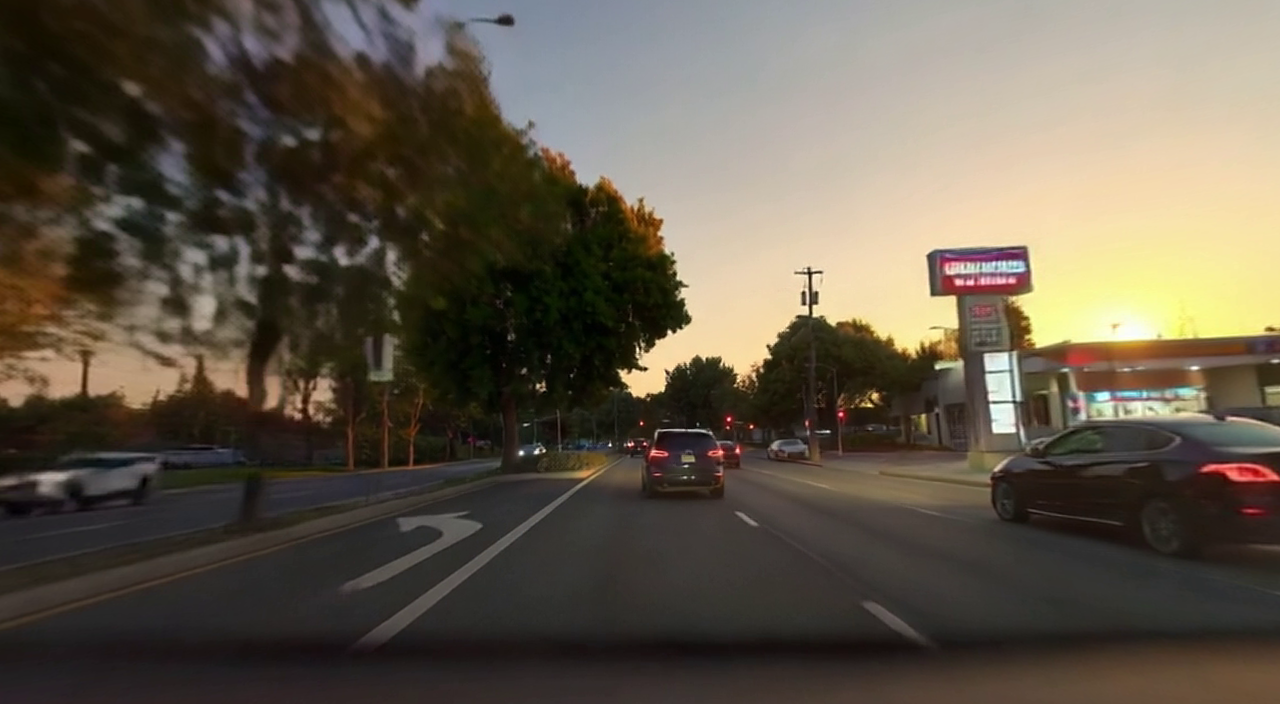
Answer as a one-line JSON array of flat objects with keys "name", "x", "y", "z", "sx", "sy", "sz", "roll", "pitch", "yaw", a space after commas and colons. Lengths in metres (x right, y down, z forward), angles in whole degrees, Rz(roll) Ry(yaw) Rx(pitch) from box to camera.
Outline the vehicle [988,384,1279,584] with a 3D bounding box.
[{"name": "vehicle", "x": 6.681, "y": 1.487, "z": 7.776, "sx": 2.025, "sy": 1.765, "sz": 4.729, "roll": 0, "pitch": -8, "yaw": -1}]

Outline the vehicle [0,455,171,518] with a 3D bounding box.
[{"name": "vehicle", "x": -15.887, "y": 3.692, "z": 17.906, "sx": 1.830, "sy": 1.483, "sz": 4.410, "roll": 0, "pitch": -9, "yaw": -1}]

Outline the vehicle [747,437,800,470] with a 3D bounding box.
[{"name": "vehicle", "x": 6.890, "y": 5.273, "z": 33.040, "sx": 1.793, "sy": 1.585, "sz": 4.130, "roll": 0, "pitch": -8, "yaw": -1}]

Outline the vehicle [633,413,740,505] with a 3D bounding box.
[{"name": "vehicle", "x": 0.955, "y": 2.605, "z": 15.836, "sx": 2.038, "sy": 1.917, "sz": 4.900, "roll": 0, "pitch": -8, "yaw": -3}]
